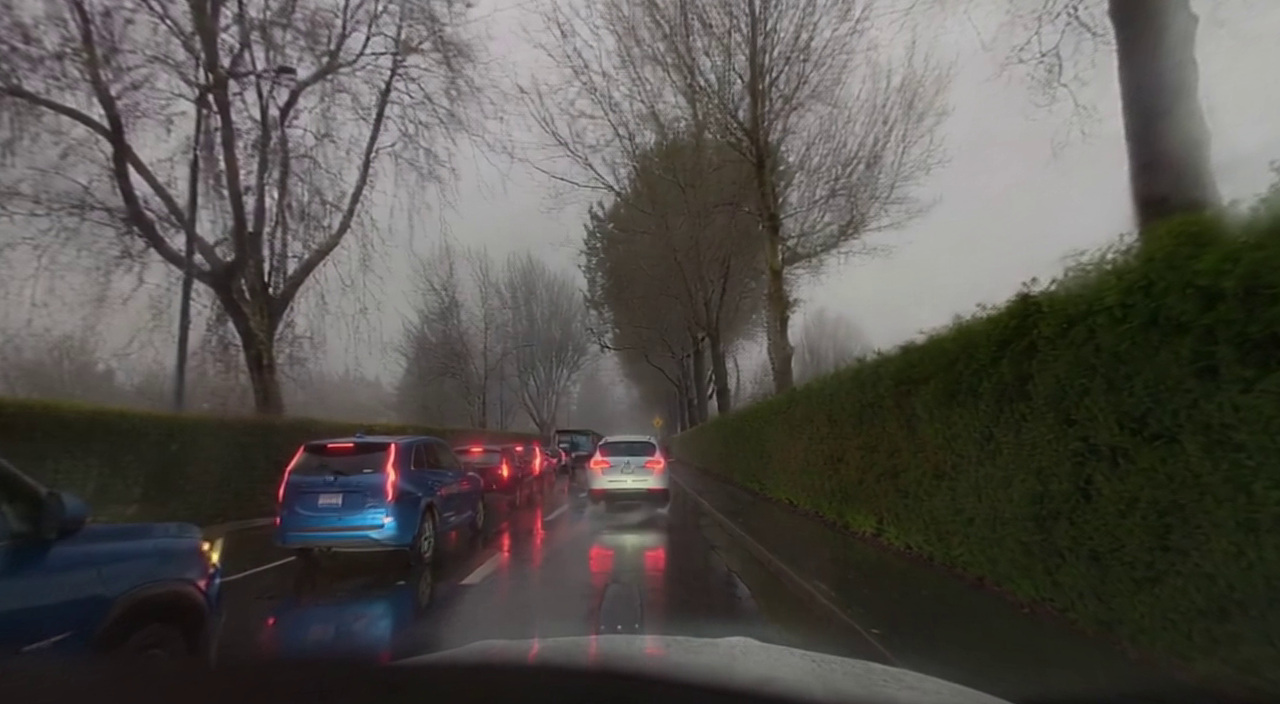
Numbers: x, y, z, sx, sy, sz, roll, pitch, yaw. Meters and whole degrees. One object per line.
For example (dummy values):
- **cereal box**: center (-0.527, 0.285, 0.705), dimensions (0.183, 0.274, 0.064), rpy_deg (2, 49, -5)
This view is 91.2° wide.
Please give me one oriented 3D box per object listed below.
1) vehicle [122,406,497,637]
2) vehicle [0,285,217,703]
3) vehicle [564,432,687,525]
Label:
- **vehicle**: center (-3.393, 1.772, 7.647), dimensions (2.256, 1.728, 4.421), rpy_deg (-6, -8, -2)
- **vehicle**: center (-3.276, 0.591, 0.627), dimensions (2.205, 1.913, 5.327), rpy_deg (-5, -8, -2)
- **vehicle**: center (-0.285, 2.528, 13.008), dimensions (2.154, 1.581, 4.007), rpy_deg (0, -9, -1)
